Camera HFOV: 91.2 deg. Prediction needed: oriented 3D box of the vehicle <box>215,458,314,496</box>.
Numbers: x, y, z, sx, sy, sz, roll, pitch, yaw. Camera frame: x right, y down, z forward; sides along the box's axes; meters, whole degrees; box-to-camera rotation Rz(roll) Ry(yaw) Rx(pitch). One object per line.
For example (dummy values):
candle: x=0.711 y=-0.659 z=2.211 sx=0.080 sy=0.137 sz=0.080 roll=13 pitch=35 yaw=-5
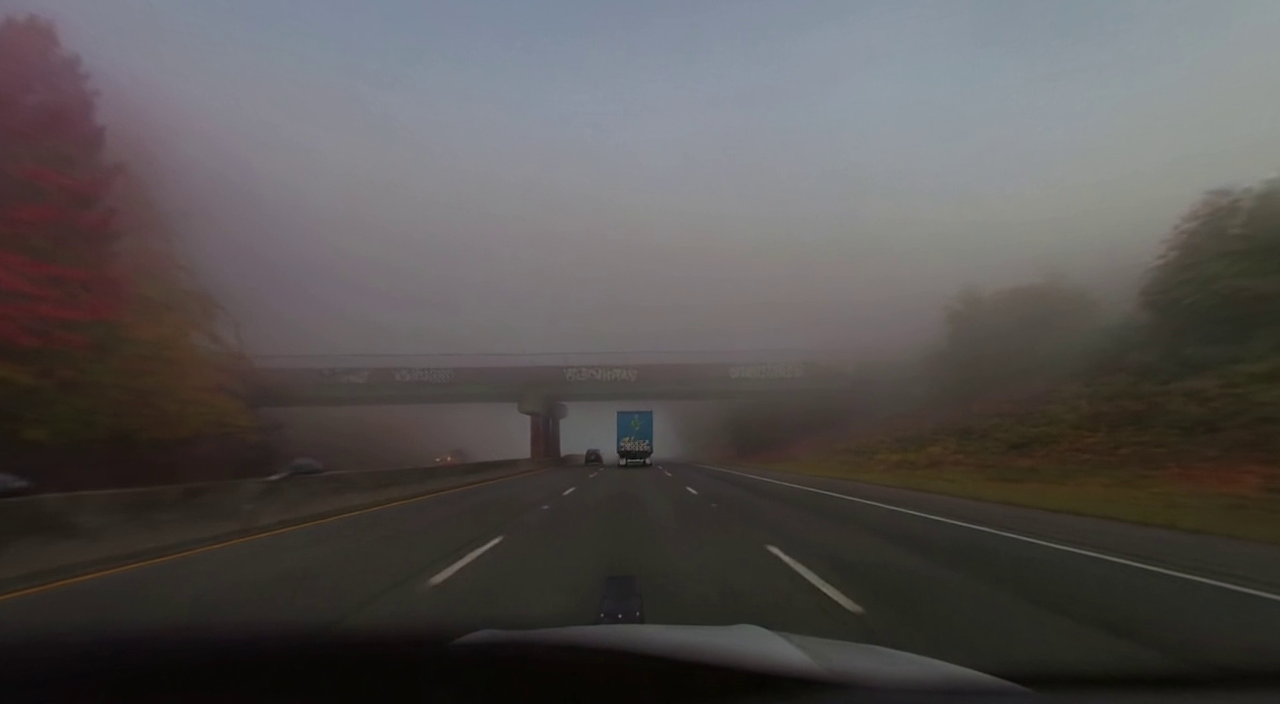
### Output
vehicle: x=-17.661 y=5.873 z=29.777 sx=1.856 sy=1.594 sz=4.581 roll=0 pitch=-9 yaw=0
